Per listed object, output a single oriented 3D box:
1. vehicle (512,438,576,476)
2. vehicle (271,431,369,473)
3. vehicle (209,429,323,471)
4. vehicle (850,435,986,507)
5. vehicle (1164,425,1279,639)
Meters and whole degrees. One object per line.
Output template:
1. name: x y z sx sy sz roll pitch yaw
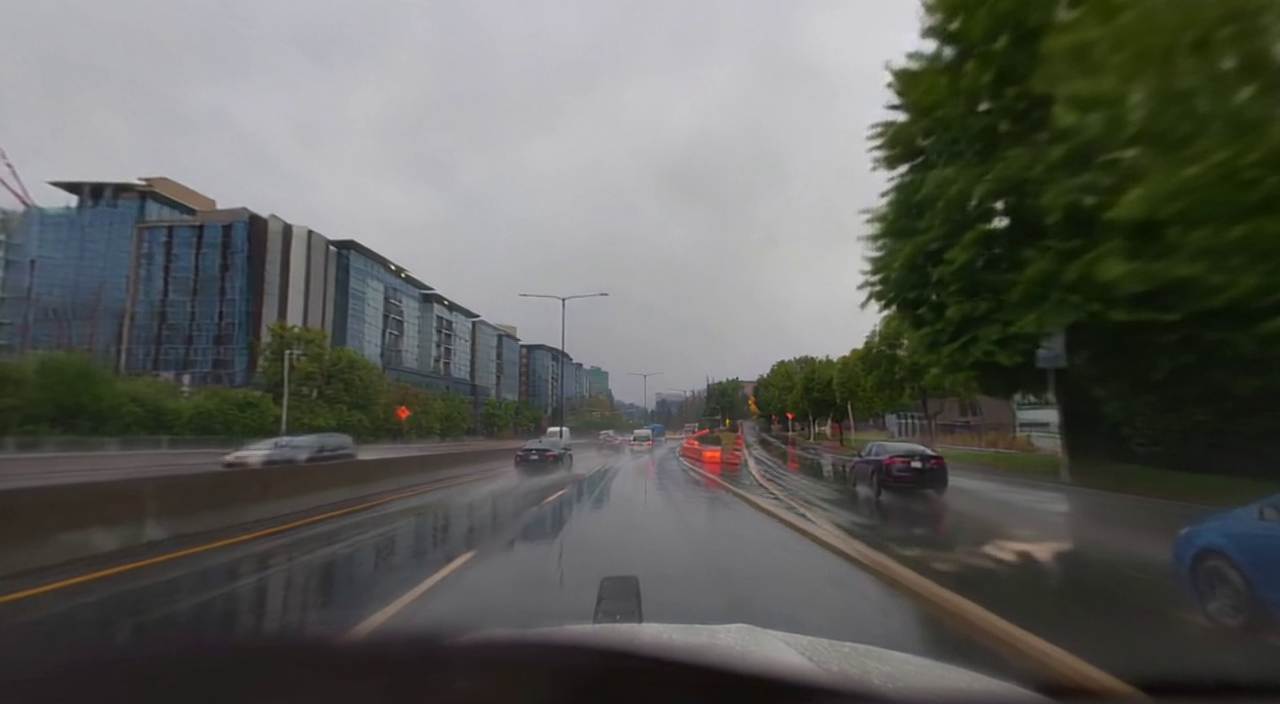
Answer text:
1. vehicle: -3.780 4.185 25.499 1.848 1.406 4.013 0 -8 2
2. vehicle: -13.637 4.267 27.179 1.857 1.657 4.331 0 -8 2
3. vehicle: -17.147 4.490 29.209 2.237 1.776 4.812 0 -8 1
4. vehicle: 6.431 2.742 15.047 1.913 1.499 3.581 -1 -8 6
5. vehicle: 5.267 1.107 3.301 1.784 1.471 3.935 -1 -8 4
